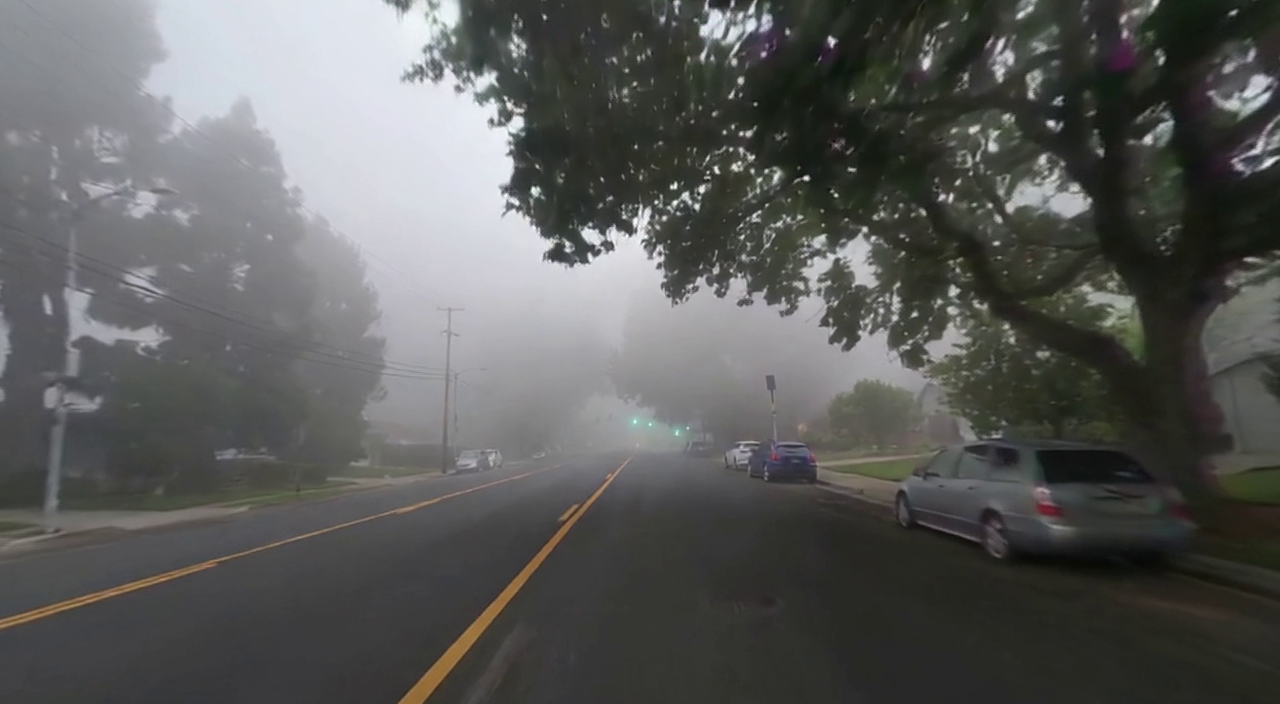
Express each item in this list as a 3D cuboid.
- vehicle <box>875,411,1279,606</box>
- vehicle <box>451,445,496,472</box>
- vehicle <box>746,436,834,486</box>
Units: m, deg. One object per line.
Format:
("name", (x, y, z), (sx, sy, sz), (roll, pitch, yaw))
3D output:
("vehicle", (4.657, 1.599, 7.485), (1.934, 1.573, 4.547), (0, -8, -1))
("vehicle", (-10.816, 6.940, 41.286), (1.845, 1.626, 4.105), (0, -8, -1))
("vehicle", (4.993, 3.675, 21.675), (1.924, 1.516, 4.163), (0, -8, -1))
